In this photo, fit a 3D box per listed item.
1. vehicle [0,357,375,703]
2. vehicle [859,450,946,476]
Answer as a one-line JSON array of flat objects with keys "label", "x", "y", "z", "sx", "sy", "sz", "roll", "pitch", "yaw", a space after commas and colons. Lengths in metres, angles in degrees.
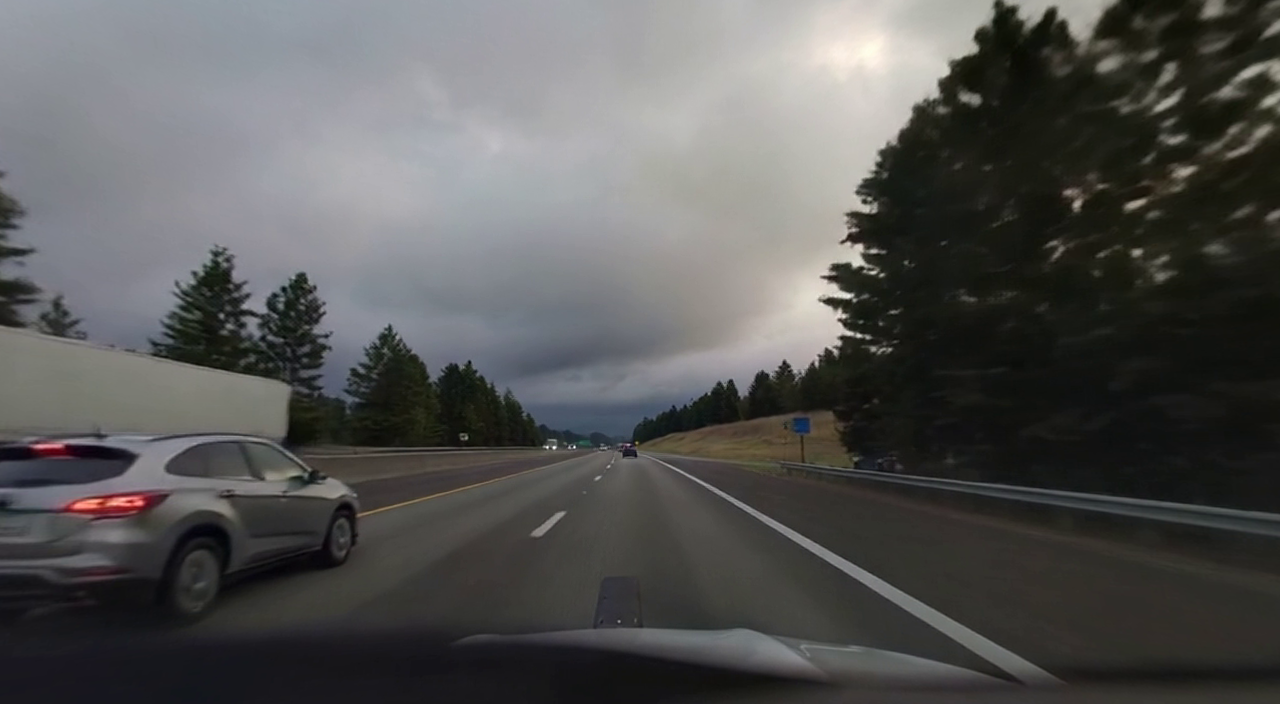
[{"label": "vehicle", "x": -3.912, "y": 1.155, "z": 4.468, "sx": 2.111, "sy": 1.717, "sz": 4.426, "roll": 0, "pitch": -9, "yaw": 0}, {"label": "vehicle", "x": 16.907, "y": 7.164, "z": 40.710, "sx": 2.117, "sy": 1.558, "sz": 4.736, "roll": 6, "pitch": -11, "yaw": -35}]
